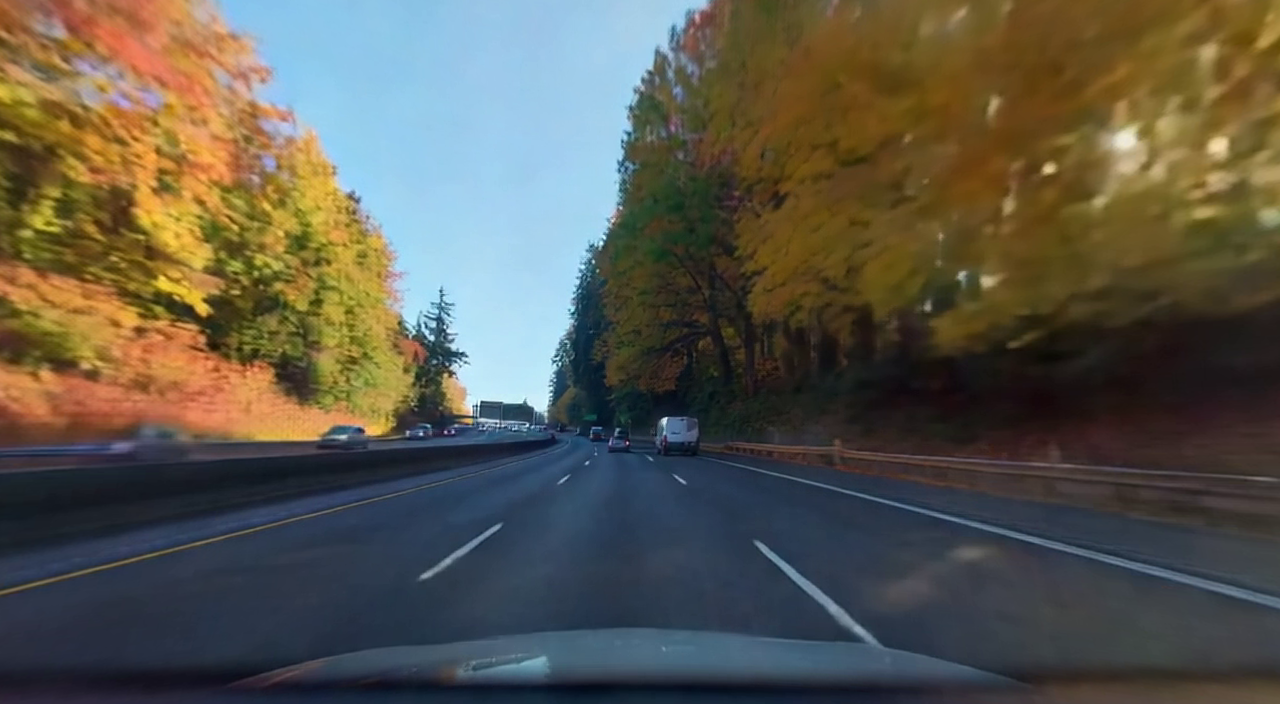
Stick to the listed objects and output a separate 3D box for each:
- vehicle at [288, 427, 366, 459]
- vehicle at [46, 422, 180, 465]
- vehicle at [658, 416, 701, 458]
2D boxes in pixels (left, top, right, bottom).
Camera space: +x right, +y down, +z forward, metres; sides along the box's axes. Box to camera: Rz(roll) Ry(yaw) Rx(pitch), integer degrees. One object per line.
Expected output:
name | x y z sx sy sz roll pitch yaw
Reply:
vehicle | -15.980 4.656 32.403 1.795 1.503 4.527 0 -8 -2
vehicle | -20.119 3.509 24.251 1.800 1.486 3.963 0 -8 -1
vehicle | 2.556 5.716 42.310 2.411 2.614 5.781 0 -8 -1
